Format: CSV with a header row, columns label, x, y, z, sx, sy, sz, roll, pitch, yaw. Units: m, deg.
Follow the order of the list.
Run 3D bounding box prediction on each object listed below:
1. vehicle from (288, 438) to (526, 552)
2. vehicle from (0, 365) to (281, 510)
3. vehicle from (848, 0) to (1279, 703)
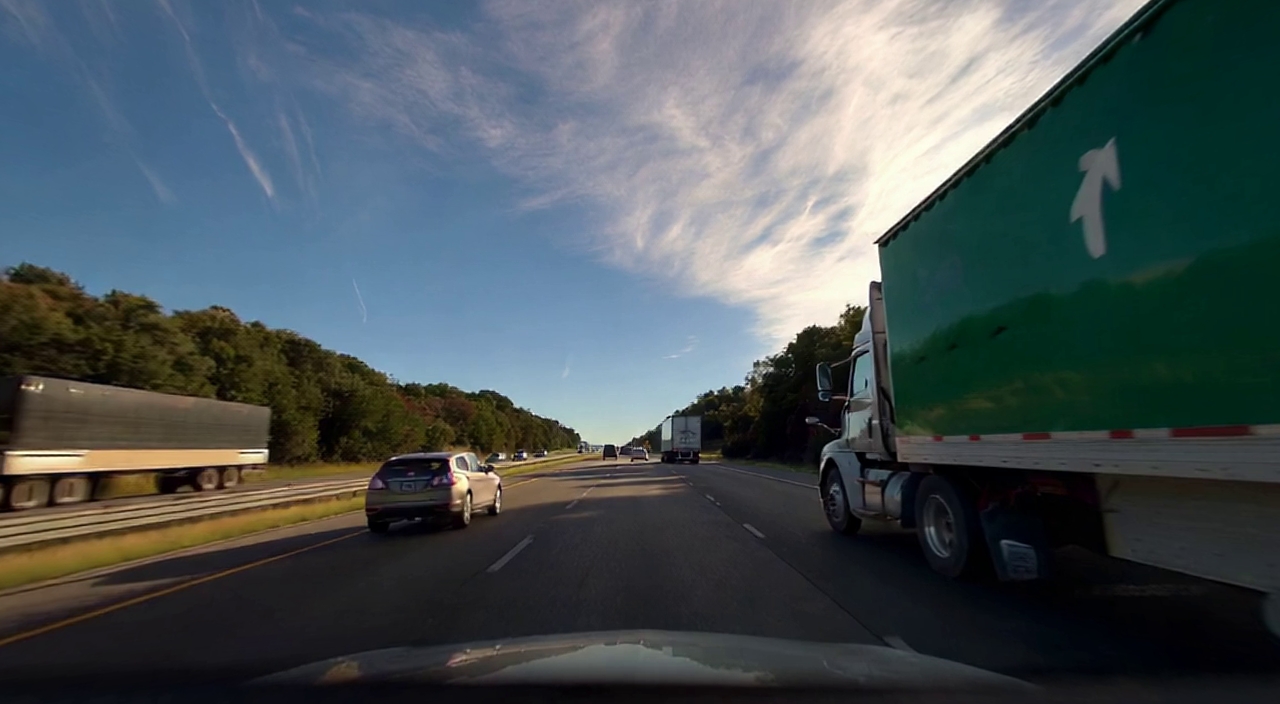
label,x,y,z,sx,sy,sz,roll,pitch,yaw
vehicle,-3.420,2.209,10.465,2.121,1.445,4.651,0,-9,1
vehicle,-18.975,3.278,23.148,2.938,3.947,14.434,0,-9,1
vehicle,4.353,0.215,5.607,2.947,3.957,5.916,0,-9,1
